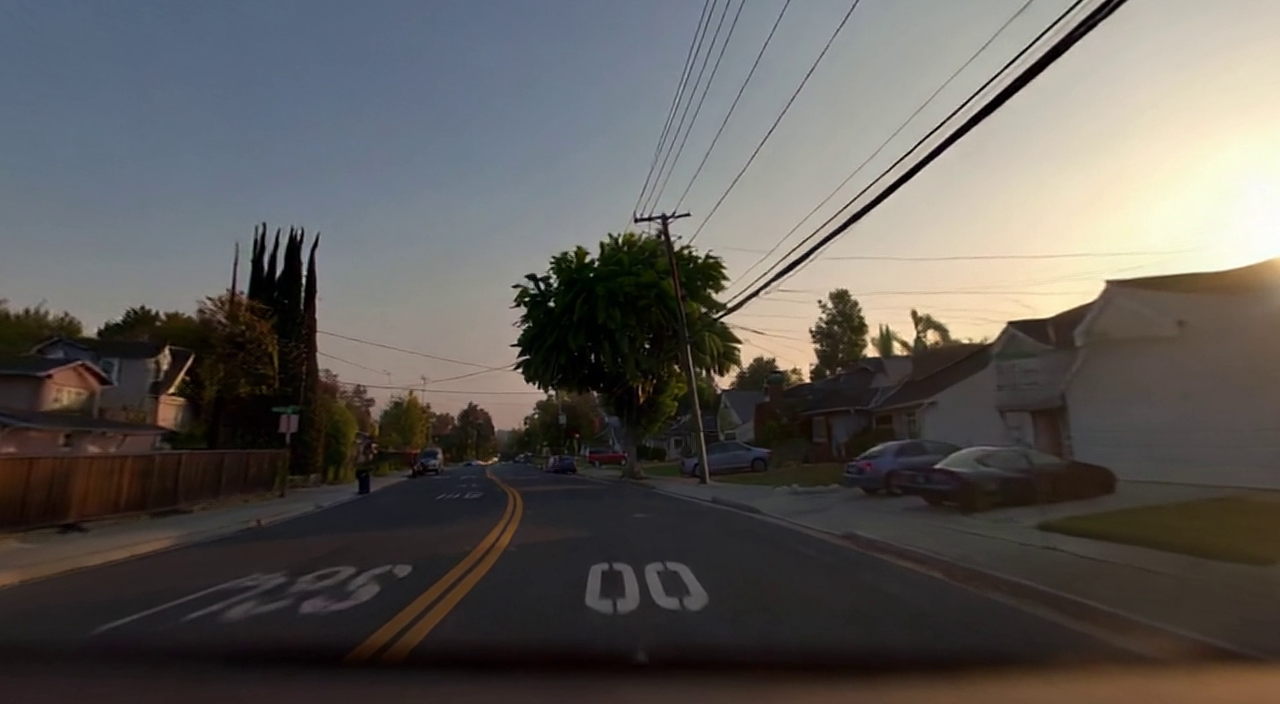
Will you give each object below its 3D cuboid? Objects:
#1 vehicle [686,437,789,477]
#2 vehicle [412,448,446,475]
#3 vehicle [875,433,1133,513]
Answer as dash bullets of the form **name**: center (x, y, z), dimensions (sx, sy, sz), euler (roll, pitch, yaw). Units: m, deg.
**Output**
- **vehicle**: center (4.551, 4.959, 29.785), dimensions (4.337, 1.768, 1.962), euler (3, -9, -12)
- **vehicle**: center (-16.156, 8.469, 48.543), dimensions (2.046, 1.777, 4.473), euler (0, -12, -14)
- **vehicle**: center (7.622, 2.554, 13.528), dimensions (4.382, 1.531, 1.925), euler (1, -9, -5)
